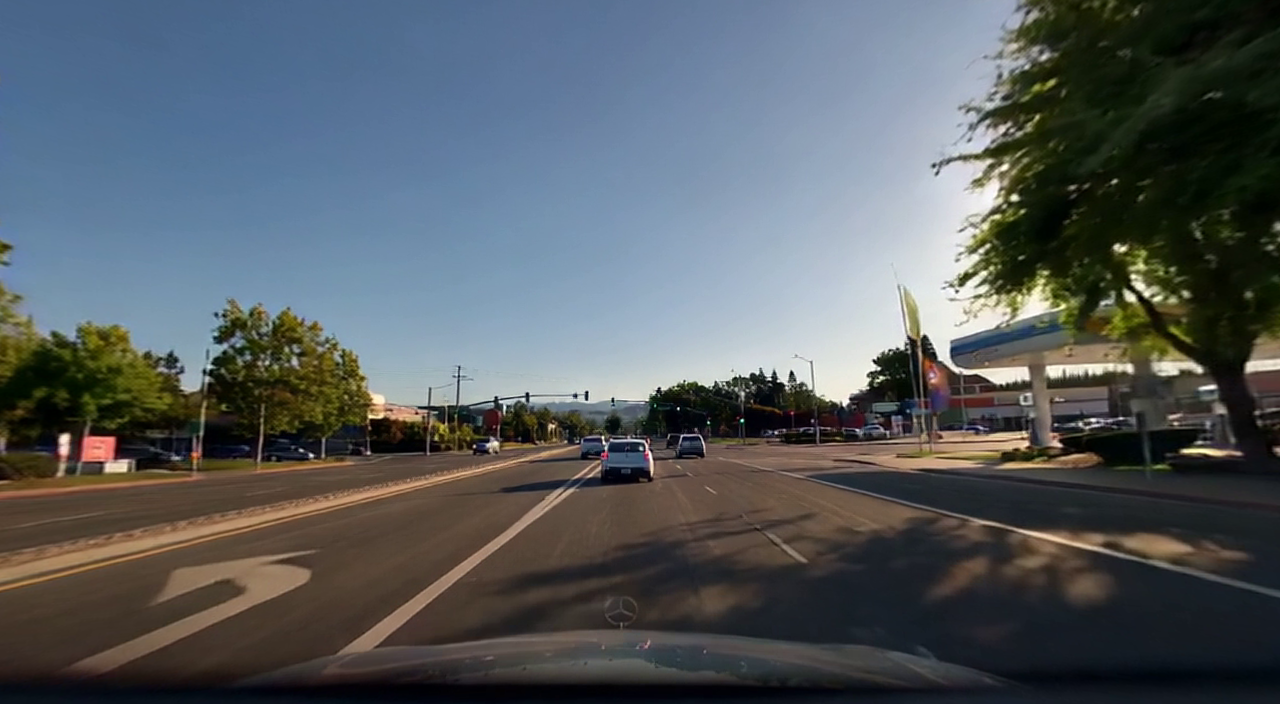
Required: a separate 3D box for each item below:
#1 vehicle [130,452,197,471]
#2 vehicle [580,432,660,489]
[{"bbox_3d":[-36.452,8.378,48.407,3.670,1.430,1.897,-1,-9,6],"label":"vehicle"},{"bbox_3d":[-0.509,3.046,18.021,2.040,1.451,3.736,0,-8,0],"label":"vehicle"}]
